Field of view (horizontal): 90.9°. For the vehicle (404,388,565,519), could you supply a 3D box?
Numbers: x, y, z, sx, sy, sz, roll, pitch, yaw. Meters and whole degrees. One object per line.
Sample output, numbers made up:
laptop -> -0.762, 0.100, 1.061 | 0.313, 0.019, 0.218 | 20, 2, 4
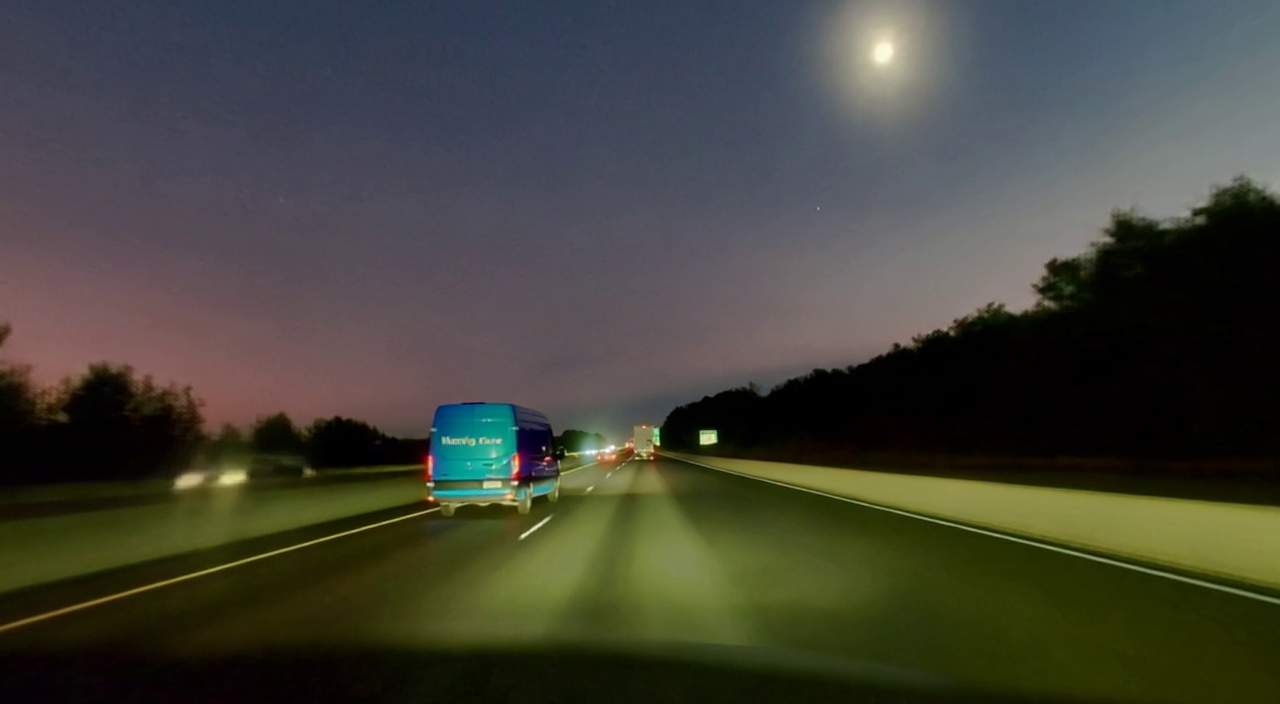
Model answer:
vehicle -> -3.534, 2.560, 16.233 | 2.320, 2.636, 7.021 | 0, -9, 0
